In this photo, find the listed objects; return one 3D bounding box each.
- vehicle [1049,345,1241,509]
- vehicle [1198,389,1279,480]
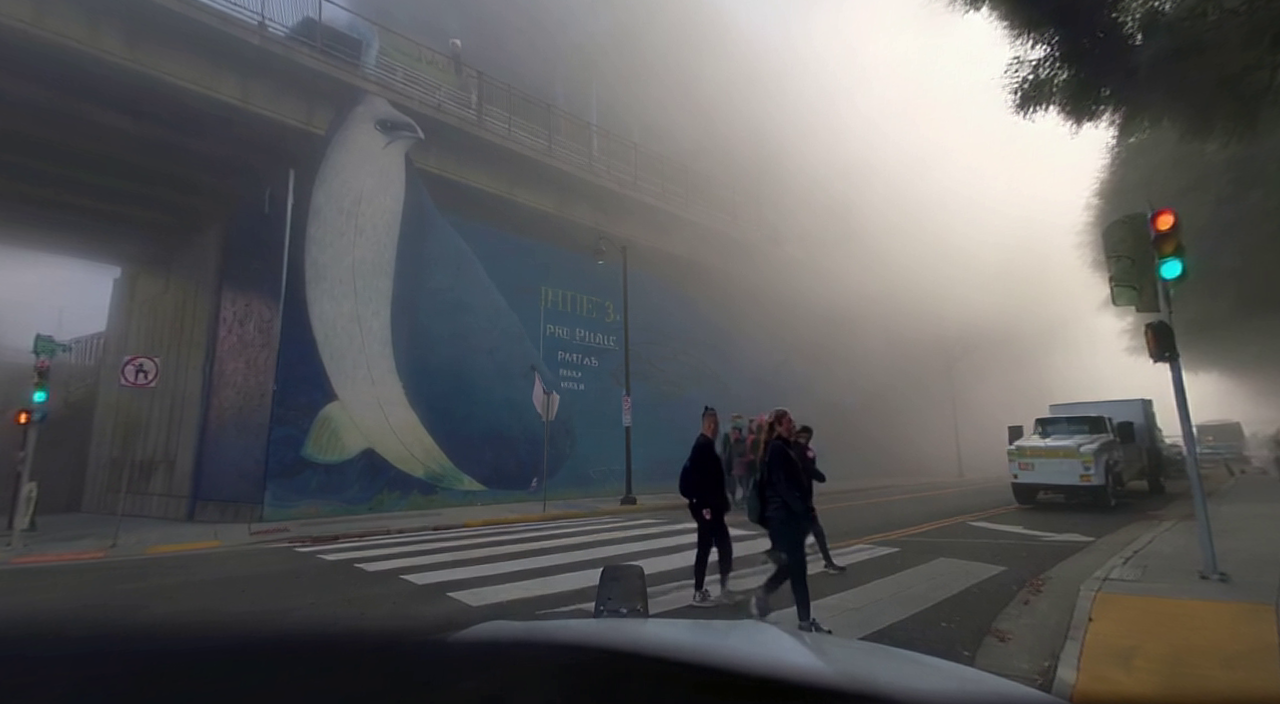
[{"bbox_3d":[15.741,2.373,19.208,9.347,3.893,2.849,7,-11,-42],"label":"vehicle"},{"bbox_3d":[32.739,4.437,33.445,12.015,4.103,2.920,7,-11,-42],"label":"vehicle"}]
